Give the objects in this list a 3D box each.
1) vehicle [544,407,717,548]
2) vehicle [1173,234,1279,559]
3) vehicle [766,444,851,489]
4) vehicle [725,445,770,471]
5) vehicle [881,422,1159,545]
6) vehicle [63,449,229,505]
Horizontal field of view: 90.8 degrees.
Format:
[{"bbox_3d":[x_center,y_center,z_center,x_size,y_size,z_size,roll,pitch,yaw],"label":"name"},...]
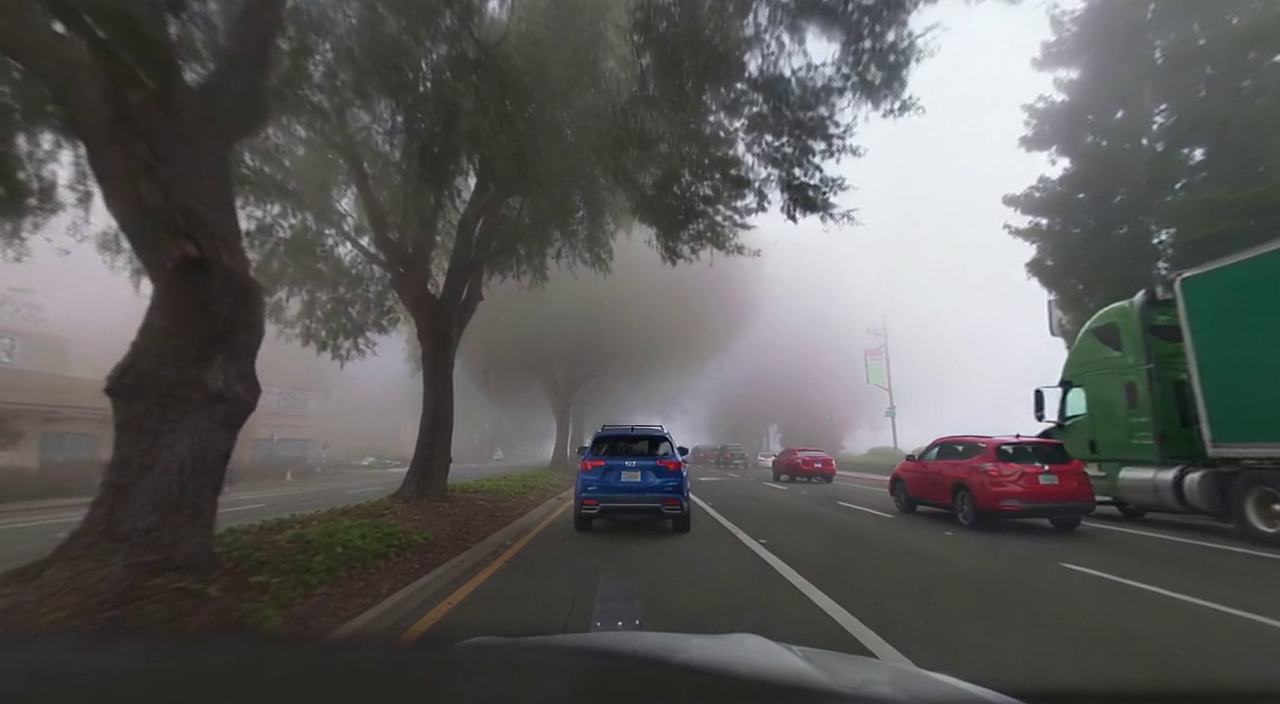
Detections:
[{"bbox_3d":[-0.153,2.001,10.660,2.320,1.880,4.192,0,-9,-1],"label":"vehicle"},{"bbox_3d":[9.968,-0.512,1.220,2.879,4.284,17.334,0,-9,0],"label":"vehicle"},{"bbox_3d":[6.408,4.389,24.559,2.035,1.553,4.465,0,-9,0],"label":"vehicle"},{"bbox_3d":[6.533,6.474,38.846,1.914,1.523,4.287,0,-9,-1],"label":"vehicle"},{"bbox_3d":[6.181,2.177,11.118,2.056,1.703,4.428,0,-9,-1],"label":"vehicle"},{"bbox_3d":[-19.311,4.861,25.156,2.302,1.939,5.221,0,-9,1],"label":"vehicle"}]
